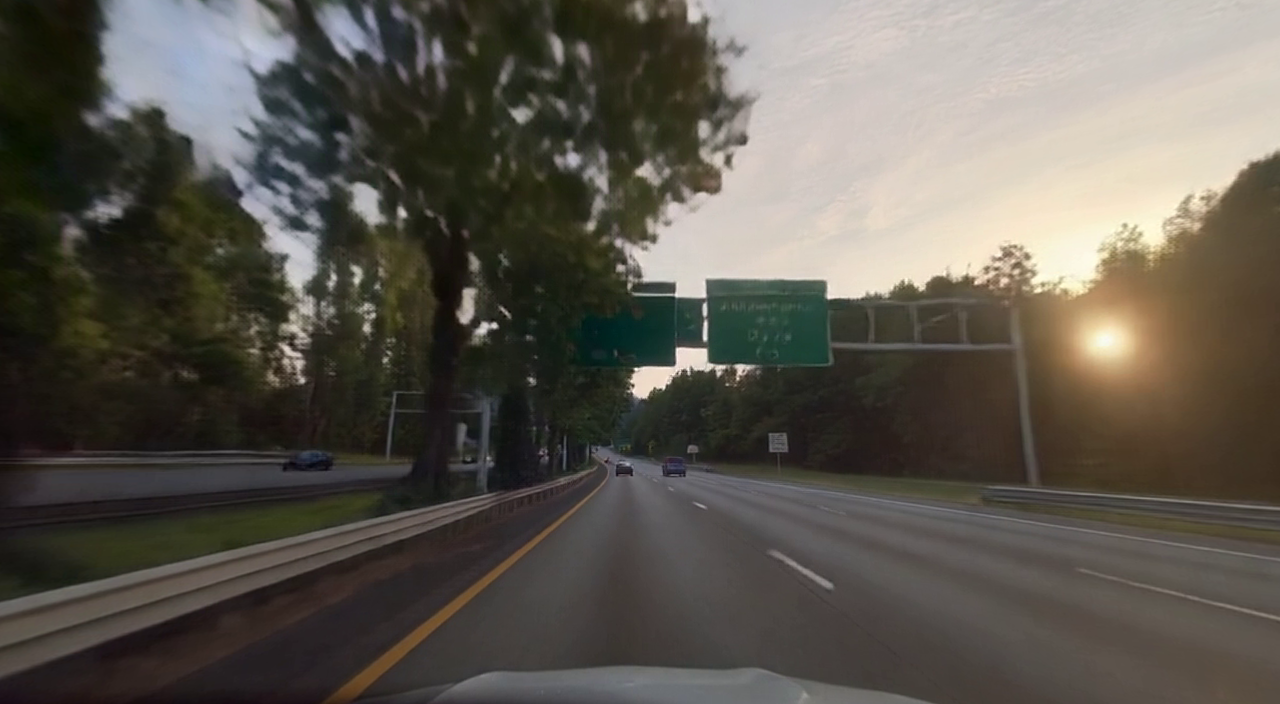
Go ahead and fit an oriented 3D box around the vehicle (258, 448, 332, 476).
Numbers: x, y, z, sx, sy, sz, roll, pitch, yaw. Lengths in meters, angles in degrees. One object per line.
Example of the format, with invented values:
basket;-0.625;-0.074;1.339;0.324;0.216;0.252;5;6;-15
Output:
vehicle;-21.922;7.079;40.322;2.151;1.661;4.683;1;-10;-2
